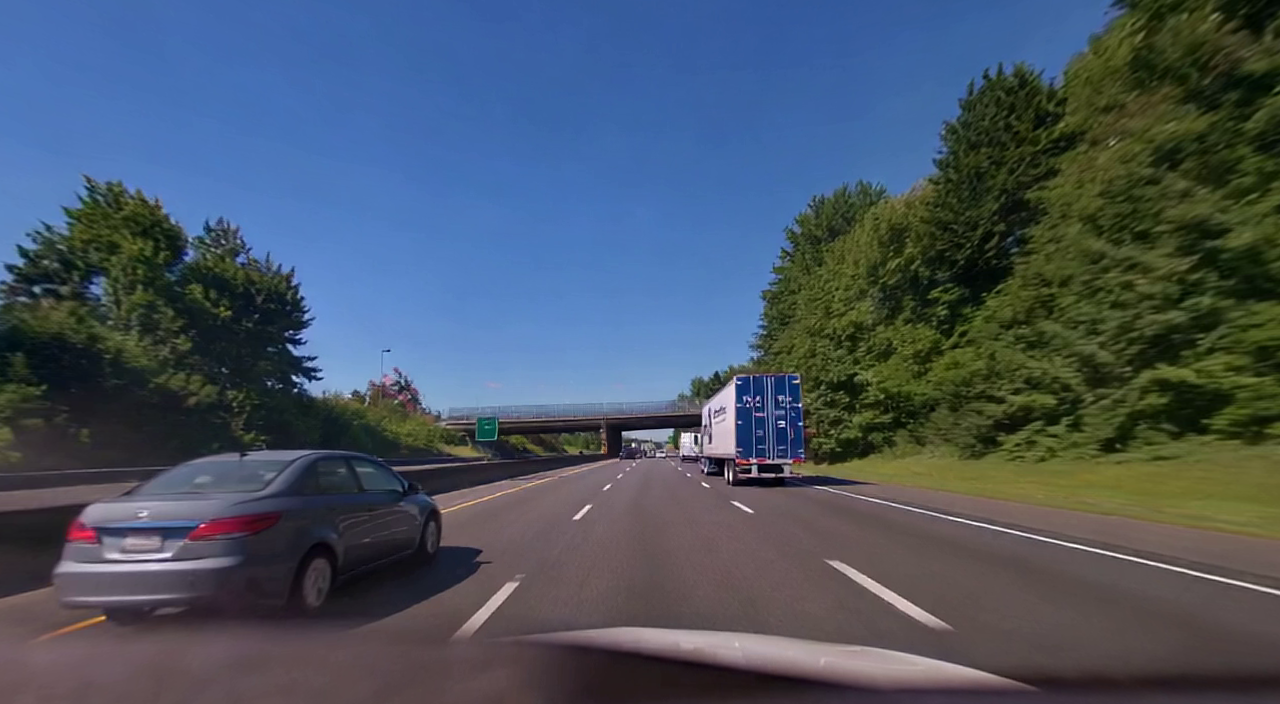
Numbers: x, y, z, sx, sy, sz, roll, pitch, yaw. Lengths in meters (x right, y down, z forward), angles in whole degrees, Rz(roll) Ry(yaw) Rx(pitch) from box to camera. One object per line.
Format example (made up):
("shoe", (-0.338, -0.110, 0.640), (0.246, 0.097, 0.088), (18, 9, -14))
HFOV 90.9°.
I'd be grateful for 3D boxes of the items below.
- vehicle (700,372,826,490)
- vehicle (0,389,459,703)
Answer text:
("vehicle", (4.758, 3.693, 27.973), (2.858, 3.952, 13.731), (0, -9, 0))
("vehicle", (-3.101, 1.300, 5.017), (1.960, 1.579, 4.384), (0, -9, 1))
